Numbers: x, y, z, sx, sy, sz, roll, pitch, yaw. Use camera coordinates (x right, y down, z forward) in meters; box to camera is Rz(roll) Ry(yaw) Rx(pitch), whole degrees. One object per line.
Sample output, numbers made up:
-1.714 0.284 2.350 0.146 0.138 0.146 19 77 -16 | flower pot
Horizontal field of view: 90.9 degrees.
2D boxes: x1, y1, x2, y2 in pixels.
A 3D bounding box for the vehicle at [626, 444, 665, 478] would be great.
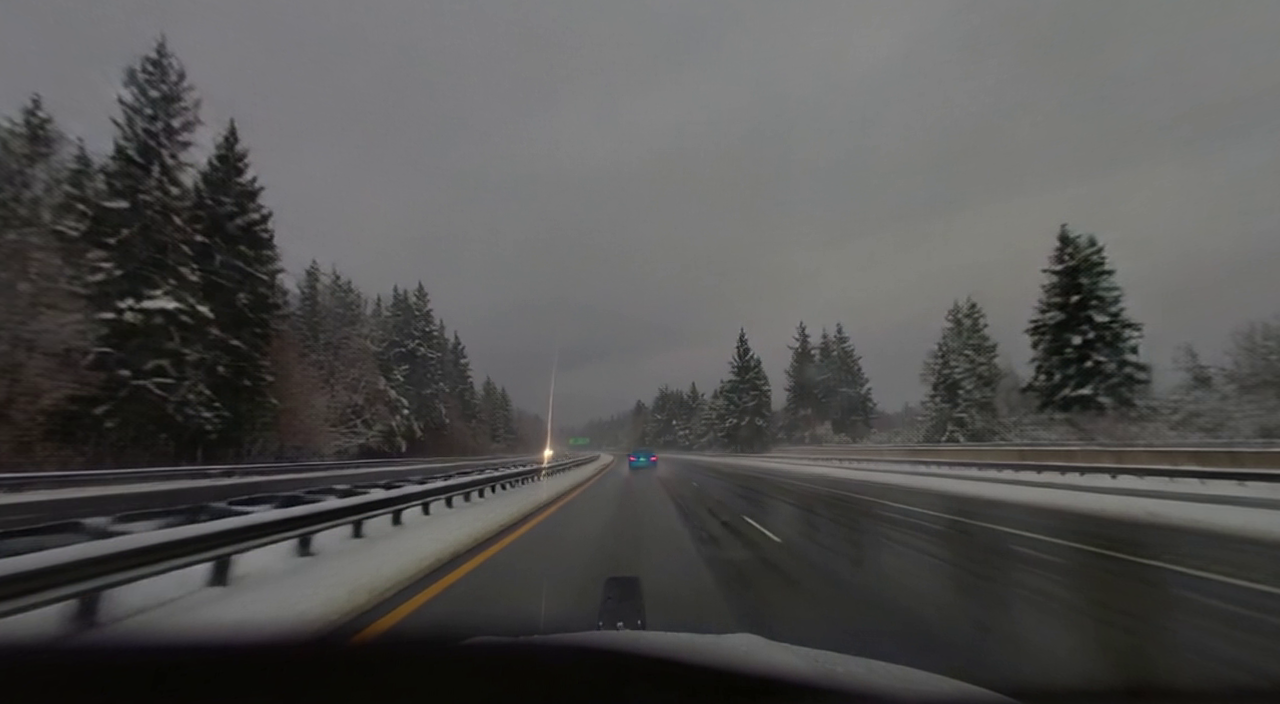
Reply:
0.256 5.802 33.753 1.987 1.658 3.620 0 -9 -1 | vehicle
